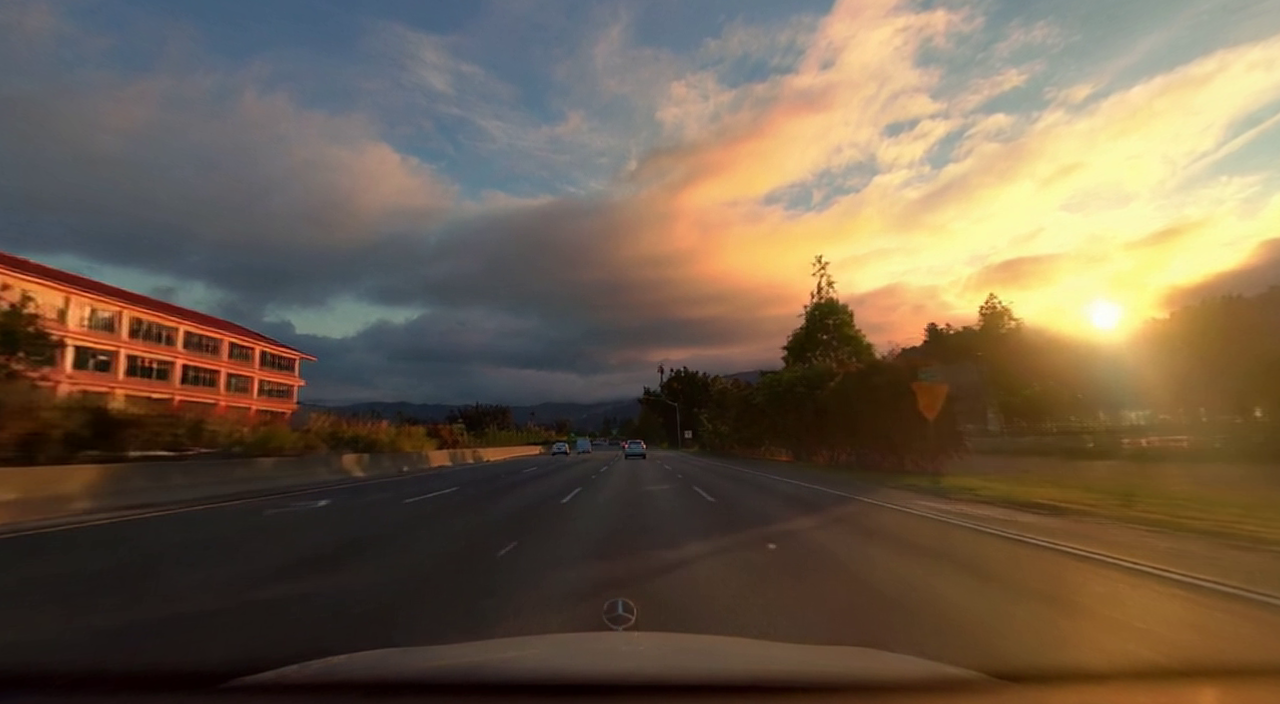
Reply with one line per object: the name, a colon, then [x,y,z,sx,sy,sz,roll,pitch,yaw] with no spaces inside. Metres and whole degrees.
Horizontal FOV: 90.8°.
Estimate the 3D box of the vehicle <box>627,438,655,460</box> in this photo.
vehicle: [0.038,7.502,48.892,2.073,1.635,4.195,0,-9,0]
